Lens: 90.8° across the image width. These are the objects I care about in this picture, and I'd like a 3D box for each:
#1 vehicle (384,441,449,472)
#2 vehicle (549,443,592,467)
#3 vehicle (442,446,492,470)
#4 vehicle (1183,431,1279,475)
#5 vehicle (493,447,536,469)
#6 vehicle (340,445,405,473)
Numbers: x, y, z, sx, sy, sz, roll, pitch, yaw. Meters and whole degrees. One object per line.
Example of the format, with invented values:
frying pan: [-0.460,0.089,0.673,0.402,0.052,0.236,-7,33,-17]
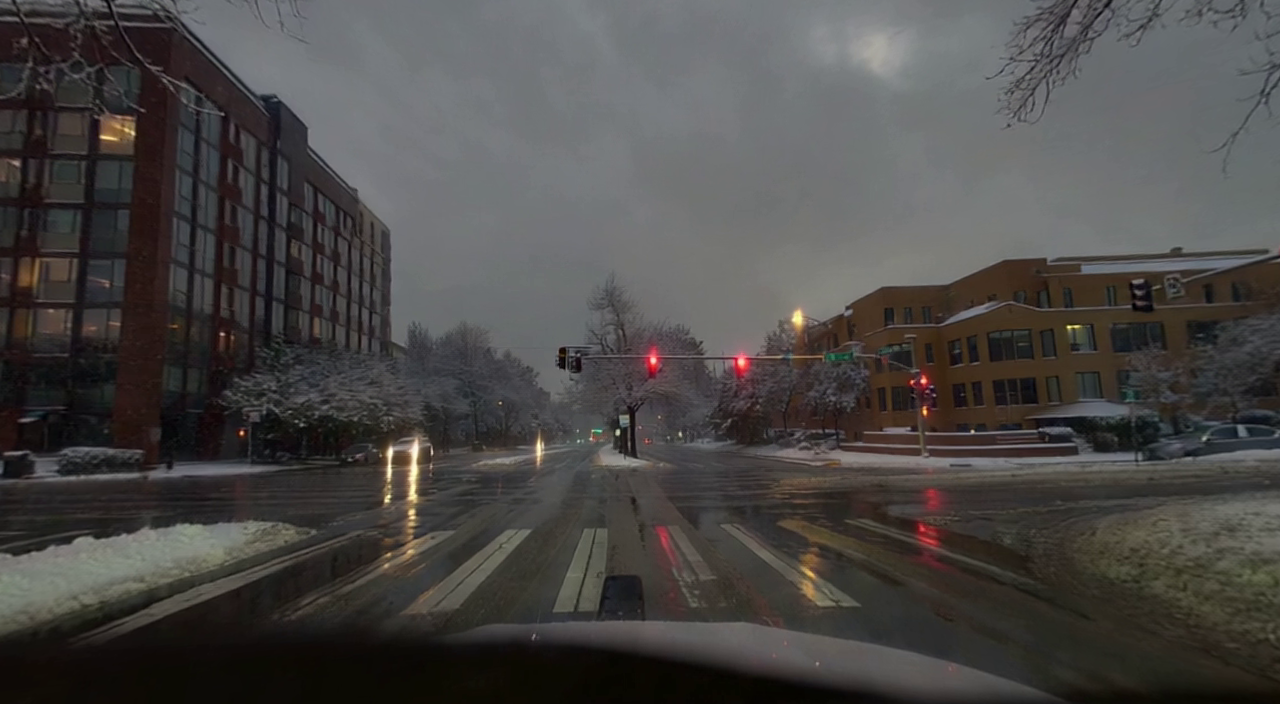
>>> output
vehicle: [-15.130,7.127,43.248,2.340,1.946,5.450,-1,-9,1]
vehicle: [-4.503,6.759,41.757,2.109,1.461,4.637,-1,-9,2]
vehicle: [-11.641,7.153,42.811,2.003,1.476,4.297,-1,-9,2]
vehicle: [22.322,3.560,22.364,4.474,1.477,1.908,0,-9,-3]
vehicle: [-8.076,6.850,40.976,1.910,1.288,4.093,-1,-9,1]
vehicle: [-18.540,7.417,44.091,2.237,1.842,5.116,0,-9,0]
